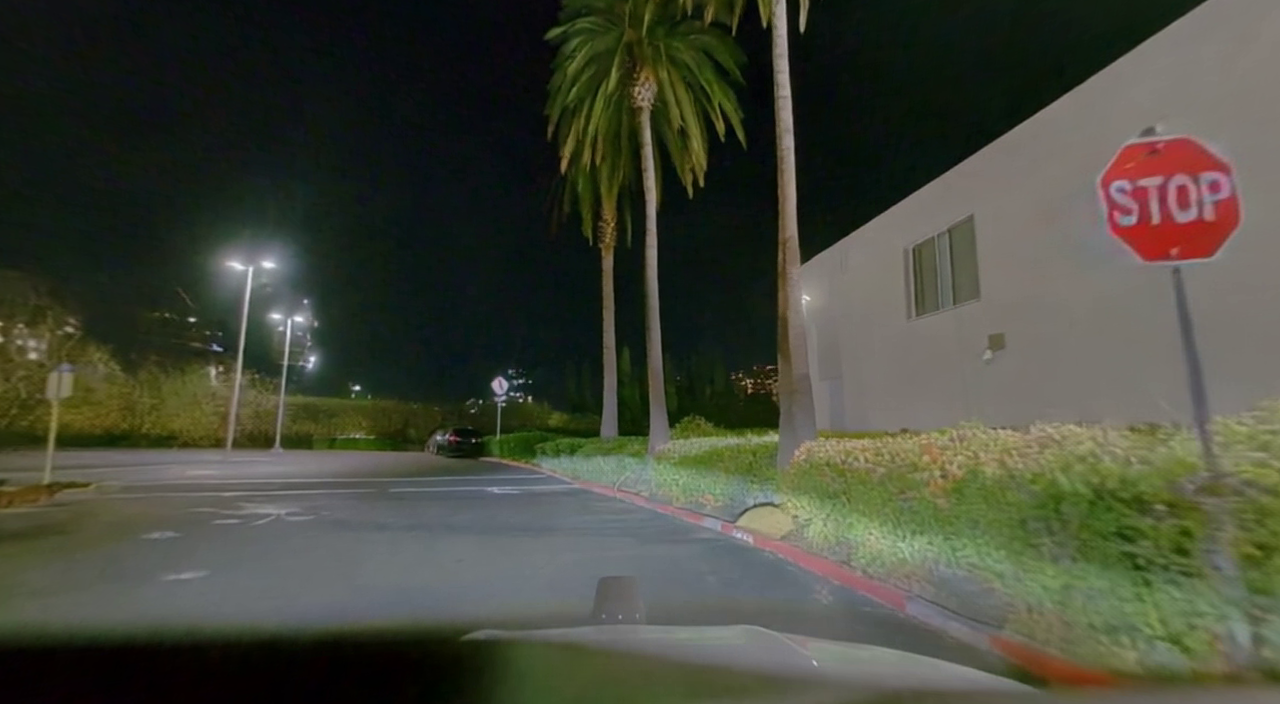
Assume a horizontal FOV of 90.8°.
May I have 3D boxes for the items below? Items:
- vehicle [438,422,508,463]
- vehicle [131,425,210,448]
[{"bbox_3d":[-7.589,4.080,28.380,2.071,1.700,4.367,4,-10,-27],"label":"vehicle"},{"bbox_3d":[-34.563,6.260,46.549,4.457,1.552,1.748,7,-11,-40],"label":"vehicle"}]
